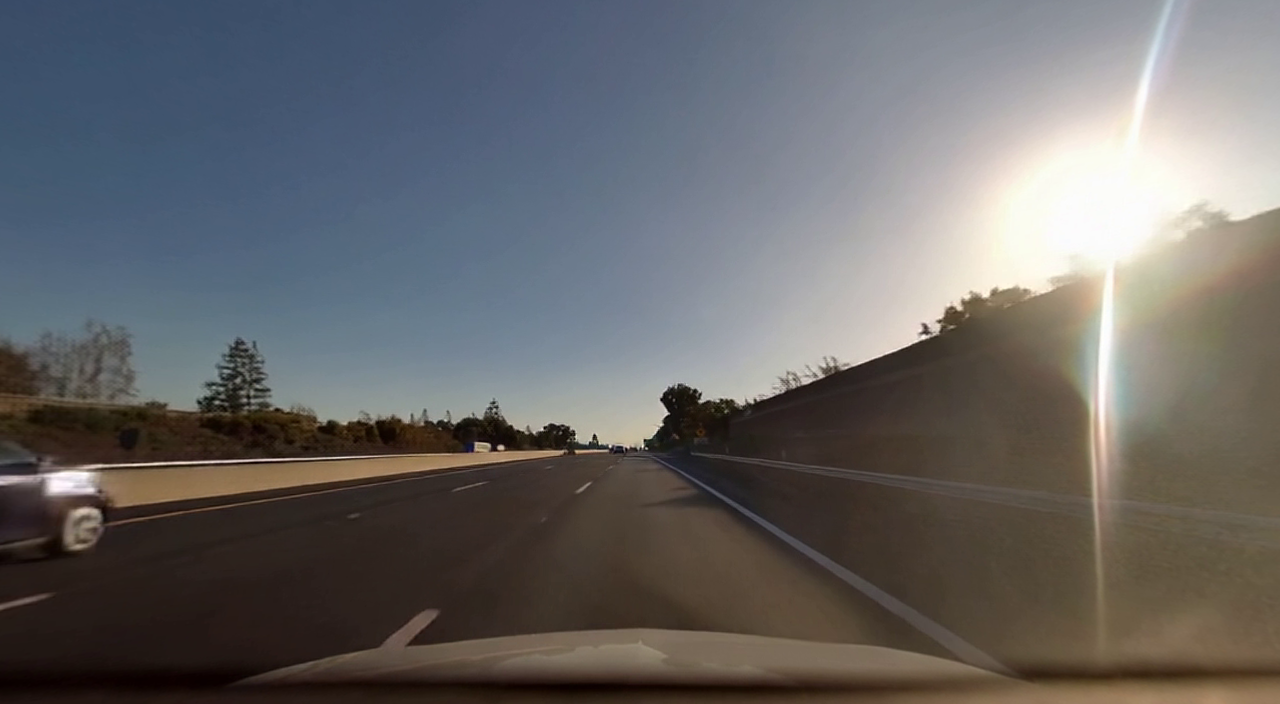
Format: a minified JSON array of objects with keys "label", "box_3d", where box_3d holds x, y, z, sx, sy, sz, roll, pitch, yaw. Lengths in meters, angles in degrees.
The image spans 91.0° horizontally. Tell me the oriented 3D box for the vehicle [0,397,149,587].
[{"label":"vehicle","box_3d":[-6.831,1.146,4.930,2.109,1.692,4.712,0,-9,0]}]
